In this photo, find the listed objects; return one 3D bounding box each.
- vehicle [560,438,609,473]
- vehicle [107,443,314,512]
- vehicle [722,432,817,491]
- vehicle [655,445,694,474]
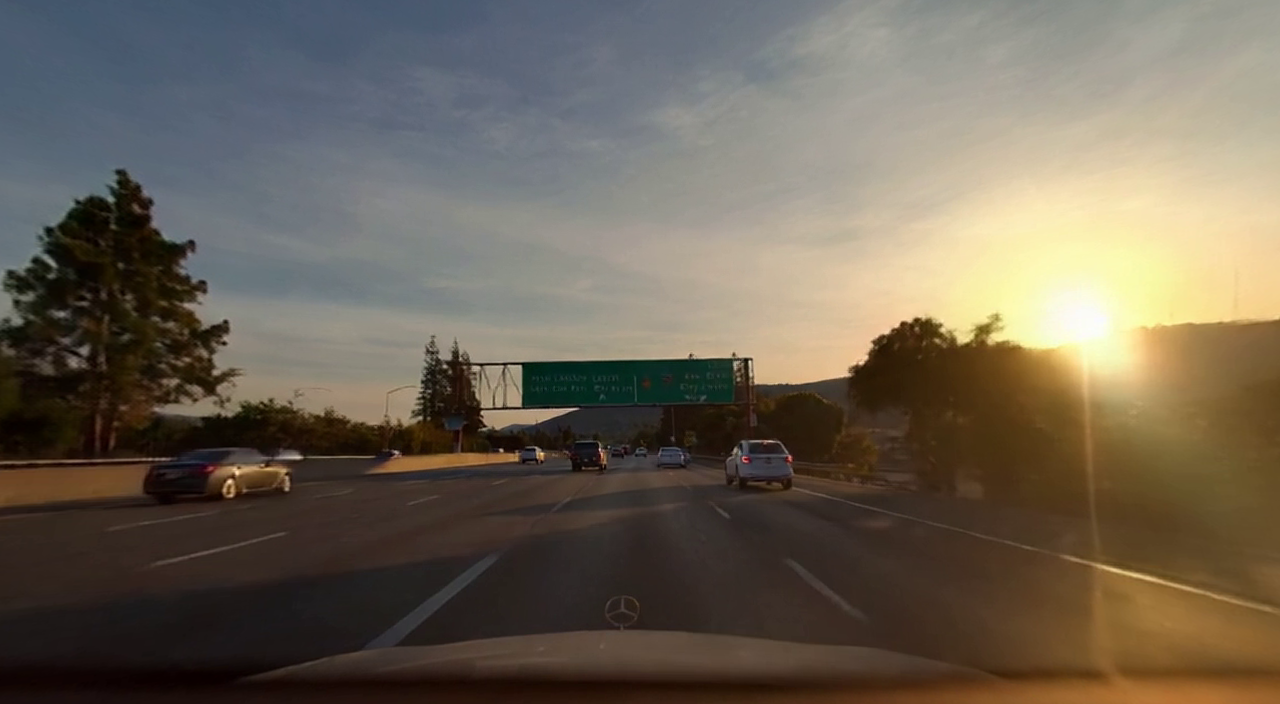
[{"bbox_3d":[-3.218,6.218,37.908,2.449,1.929,5.503,0,-9,0],"label":"vehicle"},{"bbox_3d":[-10.611,3.098,16.128,1.974,1.472,4.684,0,-9,0],"label":"vehicle"},{"bbox_3d":[4.242,3.697,21.564,2.218,1.776,4.807,0,-9,0],"label":"vehicle"},{"bbox_3d":[1.945,6.218,36.665,2.126,1.529,4.438,0,-9,1],"label":"vehicle"}]
